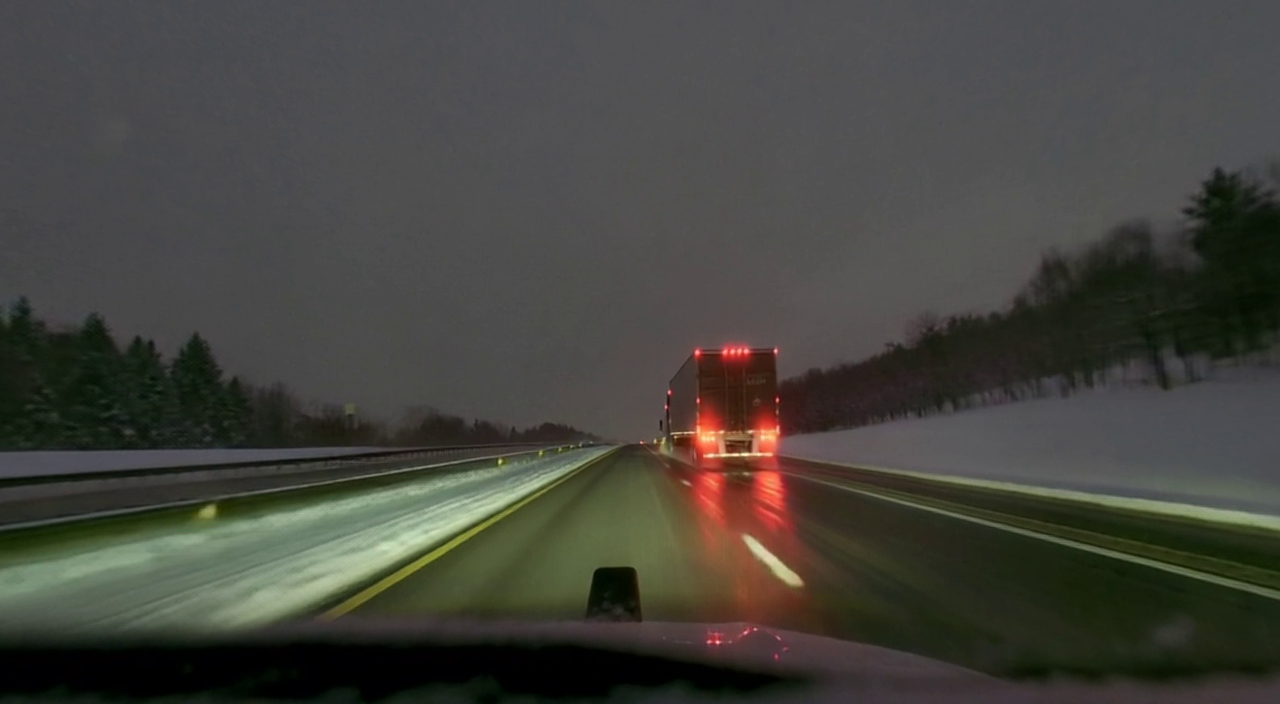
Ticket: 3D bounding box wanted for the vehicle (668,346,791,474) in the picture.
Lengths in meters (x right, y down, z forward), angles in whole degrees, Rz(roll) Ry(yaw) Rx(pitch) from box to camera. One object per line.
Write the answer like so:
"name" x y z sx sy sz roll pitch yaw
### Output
"vehicle" 3.104 2.701 26.627 2.924 4.024 13.639 0 -8 -1
